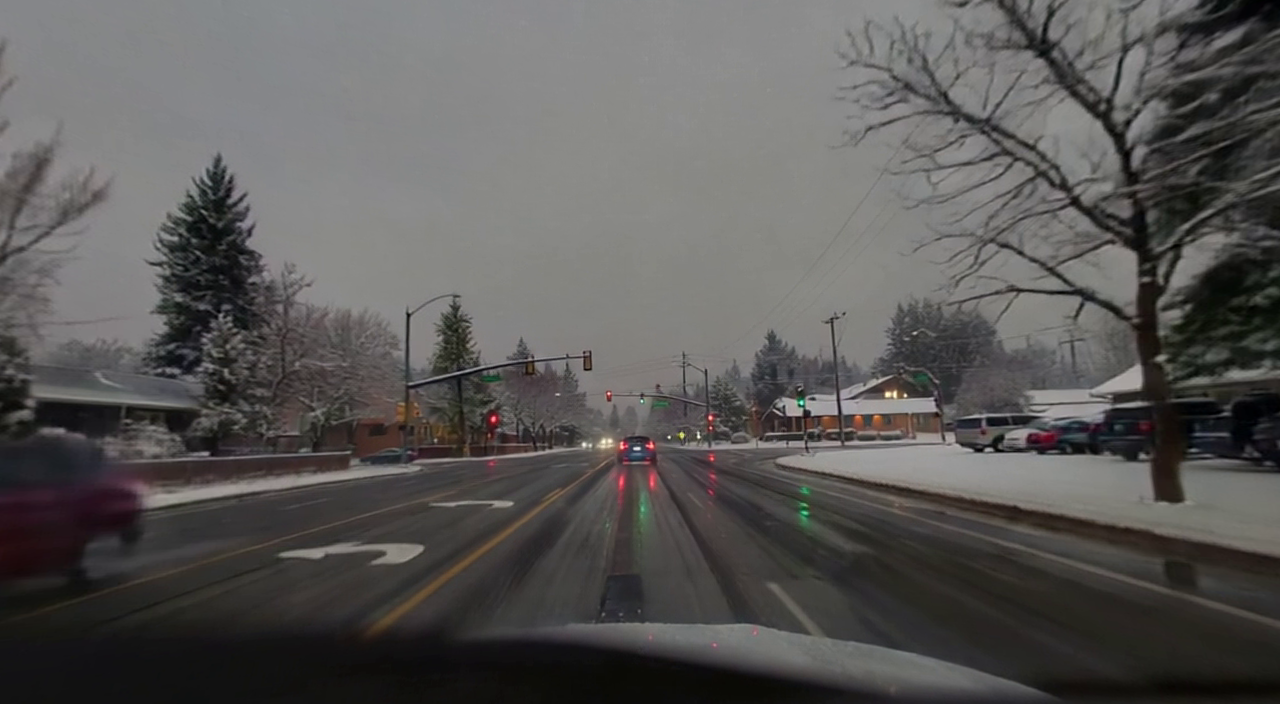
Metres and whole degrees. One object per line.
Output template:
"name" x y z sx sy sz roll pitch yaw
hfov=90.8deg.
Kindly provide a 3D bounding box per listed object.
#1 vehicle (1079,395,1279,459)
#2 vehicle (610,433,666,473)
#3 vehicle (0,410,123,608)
"vehicle" 16.562 2.304 19.264 4.724 1.814 2.108 0 -9 -1
"vehicle" -0.068 4.066 25.596 2.104 1.462 3.991 0 -9 0
"vehicle" -6.778 1.266 4.703 2.117 1.756 4.375 0 -9 0
